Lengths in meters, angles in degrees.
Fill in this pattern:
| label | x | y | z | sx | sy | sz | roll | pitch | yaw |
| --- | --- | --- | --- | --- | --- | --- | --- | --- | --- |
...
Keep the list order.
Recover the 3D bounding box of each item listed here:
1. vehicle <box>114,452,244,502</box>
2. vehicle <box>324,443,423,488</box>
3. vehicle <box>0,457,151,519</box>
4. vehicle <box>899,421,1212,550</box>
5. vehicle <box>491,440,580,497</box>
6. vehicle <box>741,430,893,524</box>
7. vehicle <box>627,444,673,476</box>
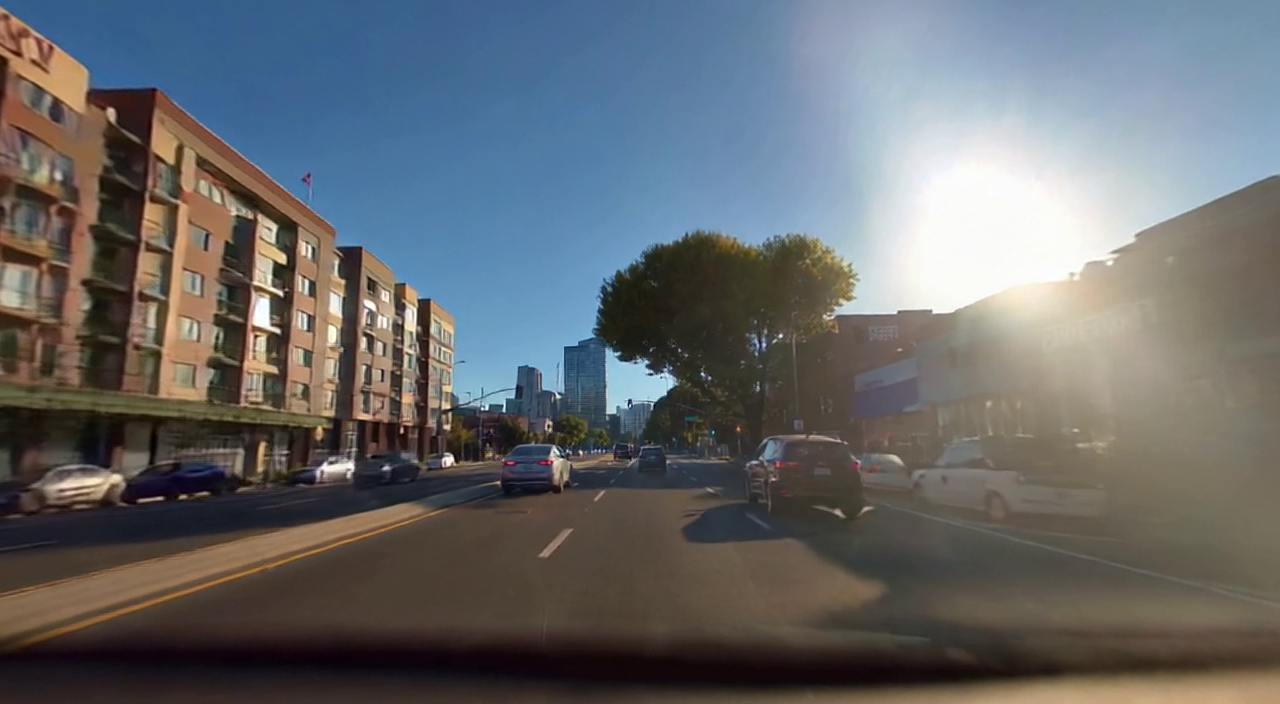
| label | x | y | z | sx | sy | sz | roll | pitch | yaw |
| --- | --- | --- | --- | --- | --- | --- | --- | --- | --- |
| vehicle | -16.987 | 4.573 | 23.524 | 1.825 | 1.560 | 4.109 | -2 | -8 | -2 |
| vehicle | -10.633 | 4.531 | 25.539 | 1.951 | 1.658 | 4.473 | 0 | -9 | 1 |
| vehicle | -17.031 | 3.910 | 18.522 | 1.854 | 1.466 | 4.377 | -2 | -8 | 0 |
| vehicle | 6.921 | 2.268 | 11.492 | 2.207 | 1.789 | 5.099 | 0 | -9 | 0 |
| vehicle | -2.956 | 3.403 | 18.791 | 1.860 | 1.510 | 4.073 | 0 | -9 | 1 |
| vehicle | 3.444 | 2.501 | 13.140 | 1.987 | 1.637 | 3.896 | 0 | -9 | 0 |
| vehicle | 0.466 | 5.278 | 31.136 | 2.103 | 1.468 | 4.094 | 0 | -9 | 0 |
